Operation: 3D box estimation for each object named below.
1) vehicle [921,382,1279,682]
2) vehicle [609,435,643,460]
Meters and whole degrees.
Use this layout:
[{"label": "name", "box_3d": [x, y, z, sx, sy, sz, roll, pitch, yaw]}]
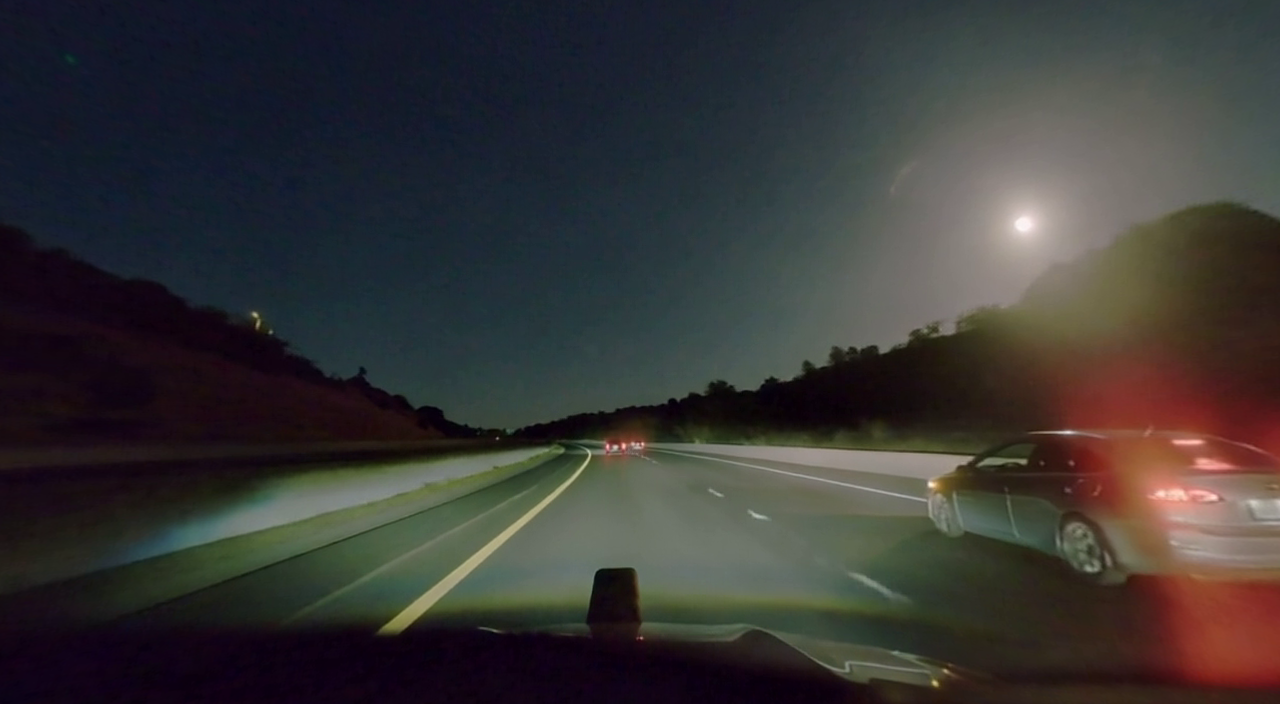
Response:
[{"label": "vehicle", "box_3d": [4.091, 1.166, 5.098, 1.852, 1.513, 3.652, 0, -8, -1]}, {"label": "vehicle", "box_3d": [-0.921, 5.947, 39.343, 1.998, 1.512, 3.735, 0, -8, -3]}]
